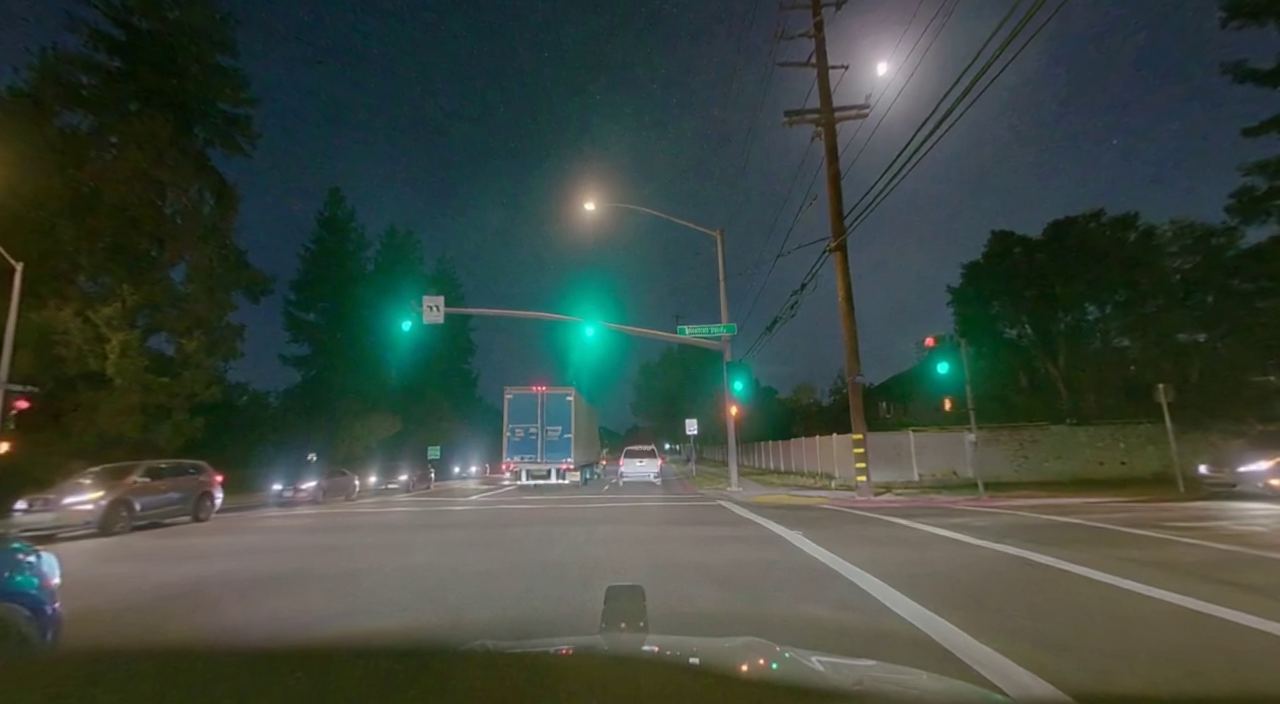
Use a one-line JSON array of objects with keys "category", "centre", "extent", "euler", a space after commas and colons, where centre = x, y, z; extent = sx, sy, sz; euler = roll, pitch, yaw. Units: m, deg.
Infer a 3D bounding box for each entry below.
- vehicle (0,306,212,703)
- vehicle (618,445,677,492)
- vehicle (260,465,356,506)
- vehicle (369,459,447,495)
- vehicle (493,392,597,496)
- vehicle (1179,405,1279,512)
[{"category": "vehicle", "centre": [-3.176, 0.578, 0.809], "extent": [2.093, 1.832, 4.508], "euler": [0, -9, -1]}, {"category": "vehicle", "centre": [0.295, 4.633, 25.481], "extent": [2.174, 1.749, 4.113], "euler": [0, -8, 1]}, {"category": "vehicle", "centre": [-15.256, 6.126, 29.285], "extent": [1.933, 1.606, 4.553], "euler": [0, -9, 1]}, {"category": "vehicle", "centre": [-11.988, 6.483, 32.975], "extent": [2.290, 1.644, 4.553], "euler": [0, -9, 1]}, {"category": "vehicle", "centre": [-3.645, 3.902, 26.775], "extent": [2.928, 3.658, 8.980], "euler": [0, -9, 1]}, {"category": "vehicle", "centre": [12.978, 1.882, 11.259], "extent": [4.628, 1.751, 1.997], "euler": [-1, -9, 5]}]
